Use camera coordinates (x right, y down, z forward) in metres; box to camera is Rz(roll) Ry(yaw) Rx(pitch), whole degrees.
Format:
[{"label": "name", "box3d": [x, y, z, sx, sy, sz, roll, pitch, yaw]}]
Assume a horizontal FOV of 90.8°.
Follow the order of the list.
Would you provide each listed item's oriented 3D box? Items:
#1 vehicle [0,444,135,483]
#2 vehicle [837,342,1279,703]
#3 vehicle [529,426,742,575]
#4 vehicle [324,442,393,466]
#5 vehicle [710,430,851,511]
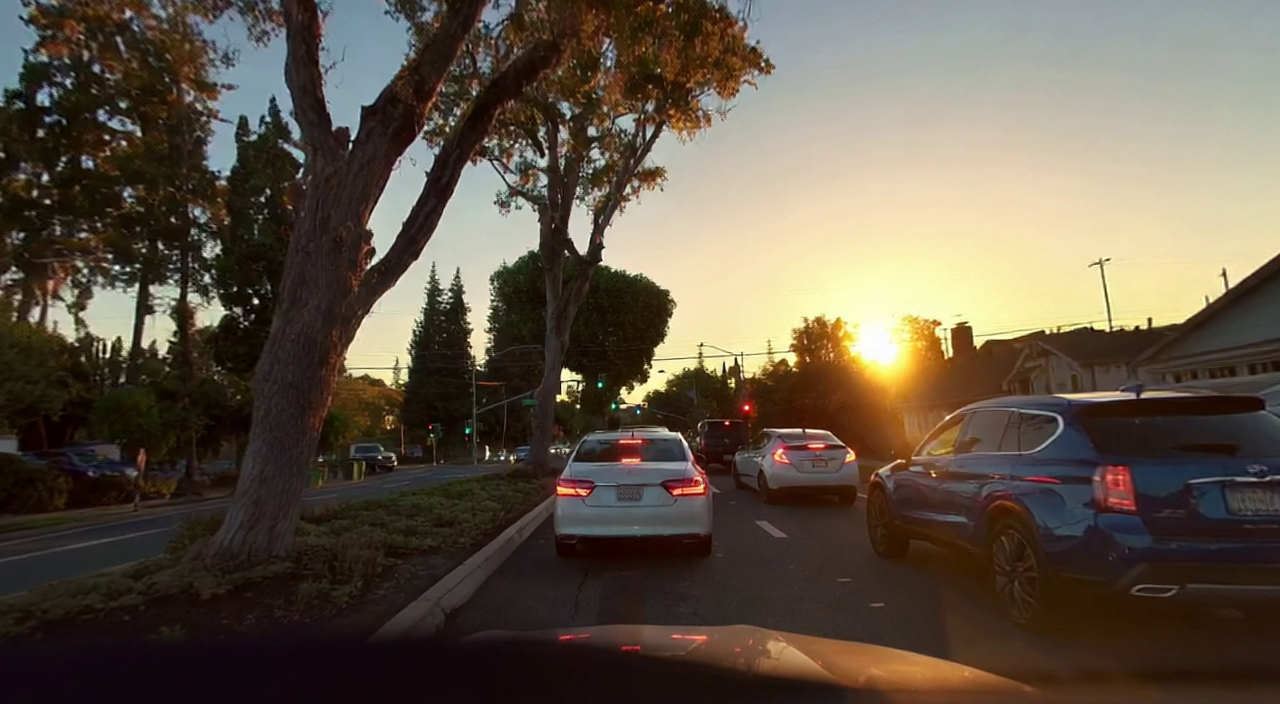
[{"label": "vehicle", "box3d": [-22.537, 4.344, 24.720, 4.092, 1.438, 1.639, 0, -8, 1]}, {"label": "vehicle", "box3d": [3.363, 1.139, 5.222, 2.006, 1.766, 4.345, 0, -8, 0]}, {"label": "vehicle", "box3d": [-0.092, 1.835, 8.622, 2.186, 1.500, 4.141, 0, -8, -1]}, {"label": "vehicle", "box3d": [-19.930, 7.249, 44.862, 3.957, 1.630, 1.881, 0, -8, 0]}, {"label": "vehicle", "box3d": [2.947, 2.609, 14.400, 1.971, 1.517, 4.521, 0, -8, -3]}]
